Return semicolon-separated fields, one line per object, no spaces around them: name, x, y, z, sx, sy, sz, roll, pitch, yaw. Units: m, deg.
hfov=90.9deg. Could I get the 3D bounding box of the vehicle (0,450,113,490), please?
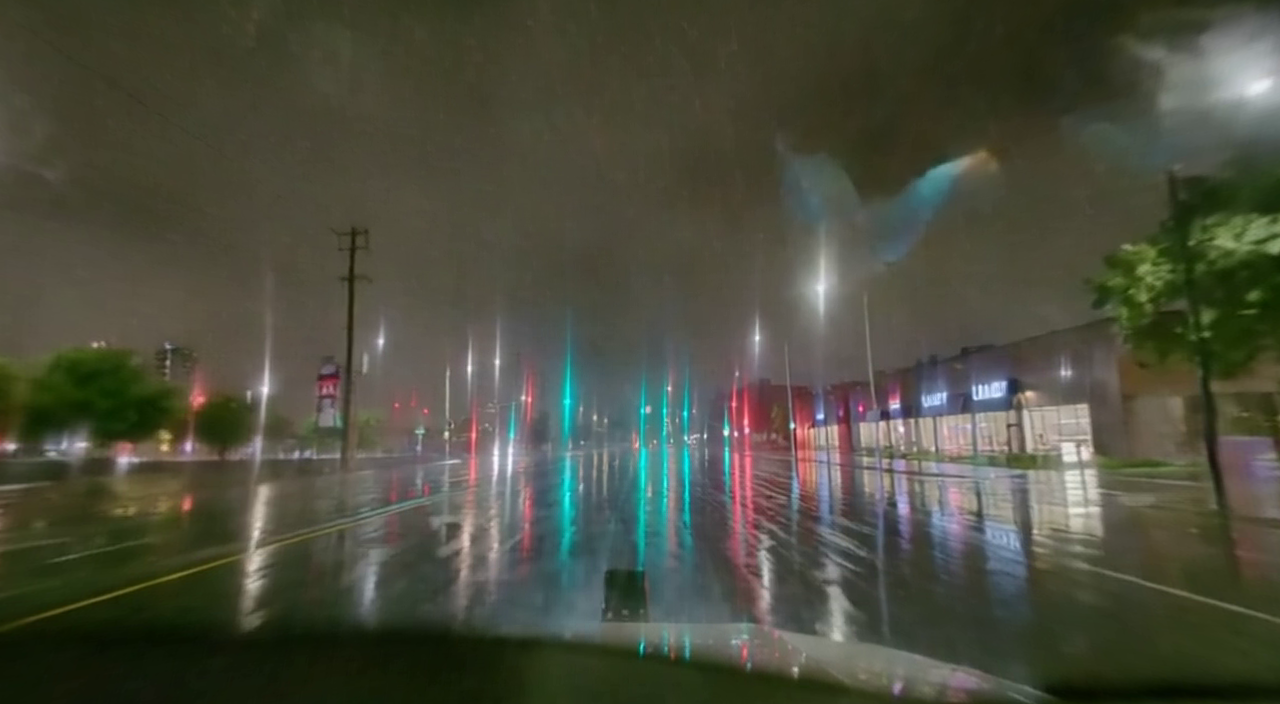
vehicle;-30.868;5.799;31.199;7.039;1.891;2.550;0;-9;-2
